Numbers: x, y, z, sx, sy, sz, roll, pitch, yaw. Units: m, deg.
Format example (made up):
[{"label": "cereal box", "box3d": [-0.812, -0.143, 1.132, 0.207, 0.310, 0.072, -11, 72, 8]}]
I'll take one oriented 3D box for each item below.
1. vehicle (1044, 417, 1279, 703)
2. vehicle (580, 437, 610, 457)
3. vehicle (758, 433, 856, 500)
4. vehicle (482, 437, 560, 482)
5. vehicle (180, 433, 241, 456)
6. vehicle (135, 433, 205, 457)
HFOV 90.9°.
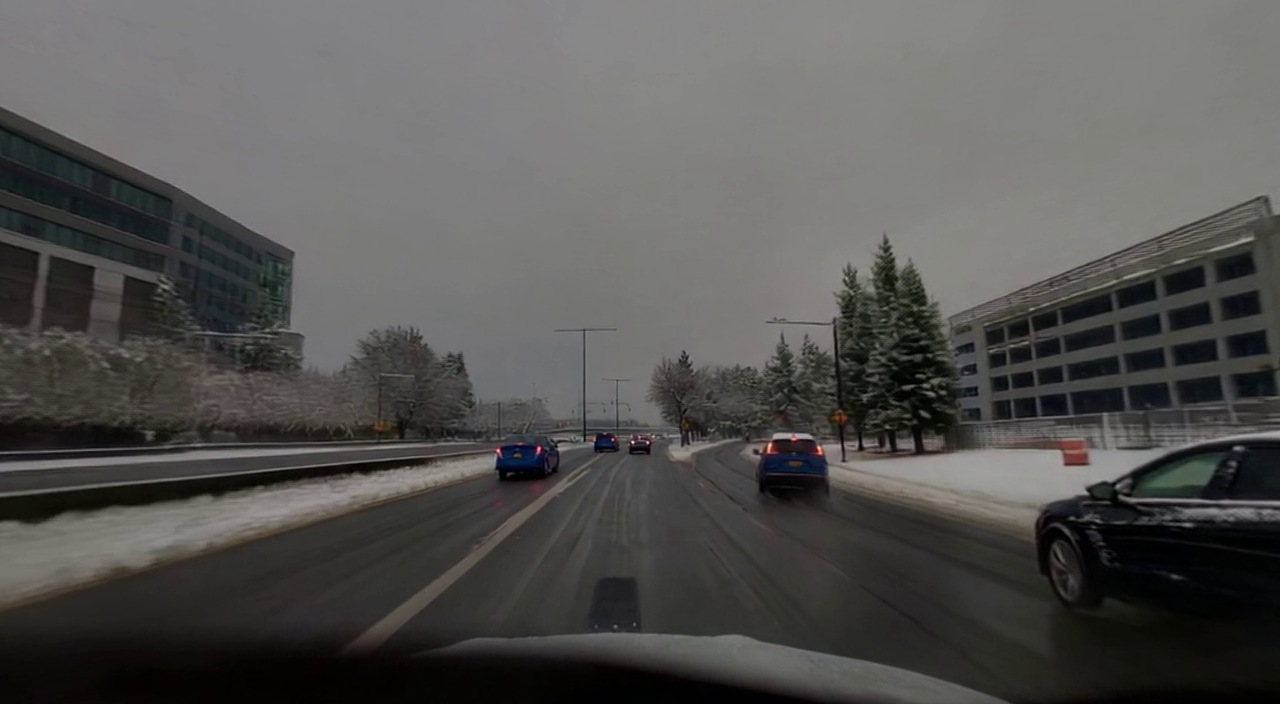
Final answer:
[{"label": "vehicle", "box3d": [4.046, 1.040, 2.929, 1.784, 1.471, 3.935, 0, -8, 2]}, {"label": "vehicle", "box3d": [-3.533, 7.512, 49.961, 1.888, 1.486, 4.310, 0, -8, 2]}, {"label": "vehicle", "box3d": [4.091, 2.814, 15.990, 1.913, 1.499, 3.581, -1, -8, 7]}, {"label": "vehicle", "box3d": [-4.025, 3.658, 21.953, 1.848, 1.406, 4.013, 0, -8, 2]}, {"label": "vehicle", "box3d": [-31.083, 6.706, 45.650, 1.681, 1.575, 3.449, -1, -8, 7]}, {"label": "vehicle", "box3d": [-33.787, 6.686, 45.372, 1.806, 1.653, 3.792, -1, -8, 8]}]
